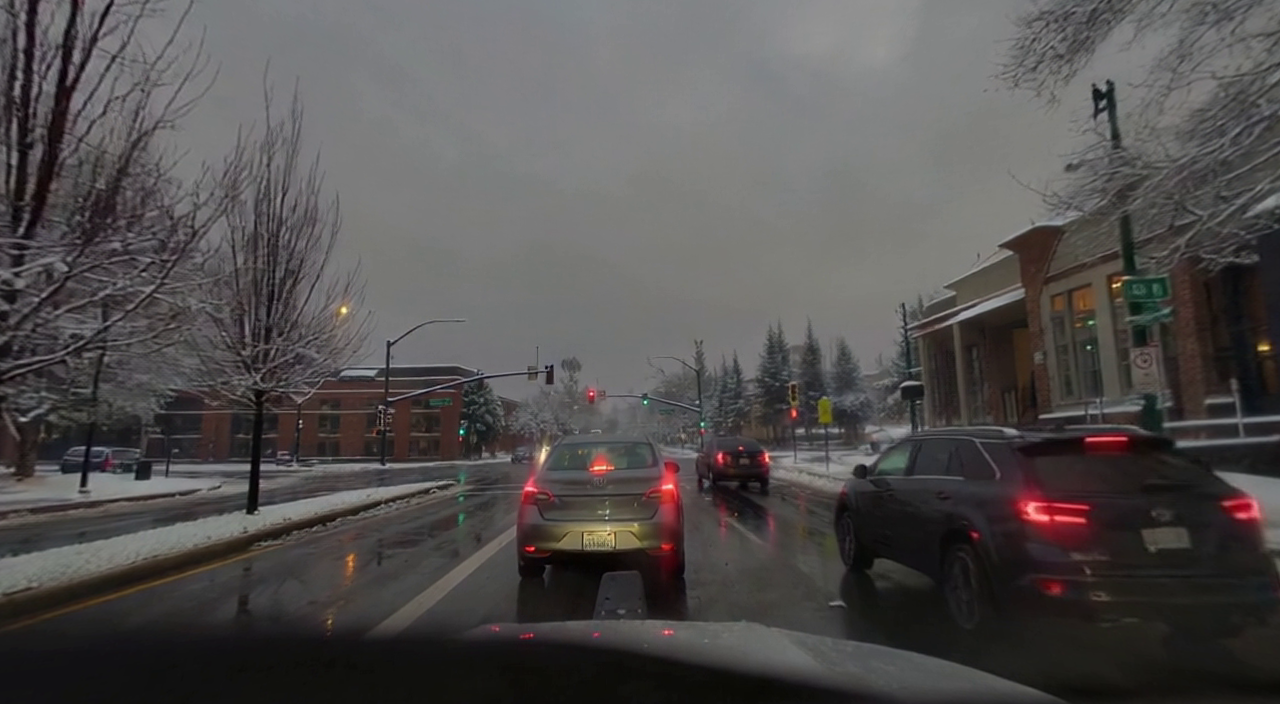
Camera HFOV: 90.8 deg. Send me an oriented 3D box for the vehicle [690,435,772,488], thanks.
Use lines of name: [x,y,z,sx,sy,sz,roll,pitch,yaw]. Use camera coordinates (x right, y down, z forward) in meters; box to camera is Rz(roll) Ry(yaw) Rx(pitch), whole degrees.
vehicle: [2.873,3.553,20.834,1.874,1.556,4.116,0,-9,-3]

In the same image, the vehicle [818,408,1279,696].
vehicle: [3.169,1.354,5.484,1.910,1.474,4.263,0,-9,-1]

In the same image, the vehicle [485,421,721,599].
vehicle: [-0.348,1.613,7.222,2.006,1.487,3.535,0,-9,-1]
